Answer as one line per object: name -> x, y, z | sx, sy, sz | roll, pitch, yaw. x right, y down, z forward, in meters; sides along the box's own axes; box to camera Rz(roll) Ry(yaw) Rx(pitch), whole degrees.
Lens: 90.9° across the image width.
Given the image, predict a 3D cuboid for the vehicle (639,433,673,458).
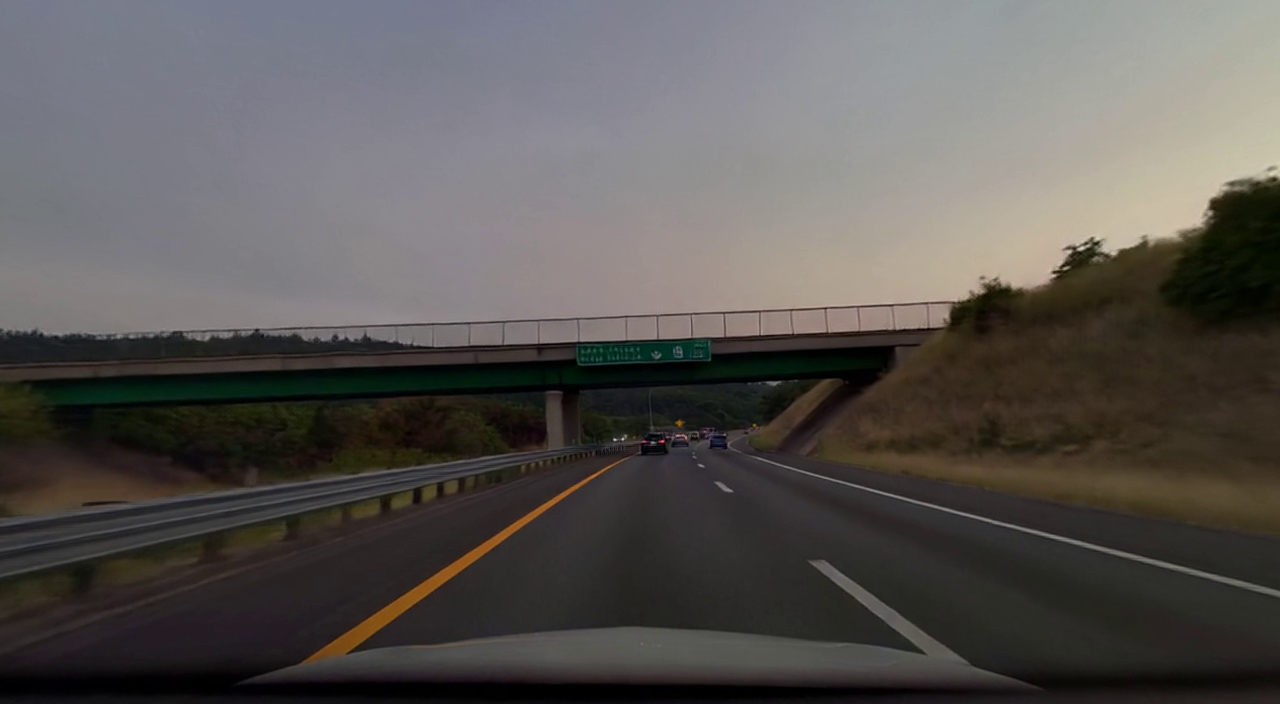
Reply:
vehicle -> 1.083, 6.026, 40.693 | 1.993, 1.461, 3.812 | -1, -8, 4
